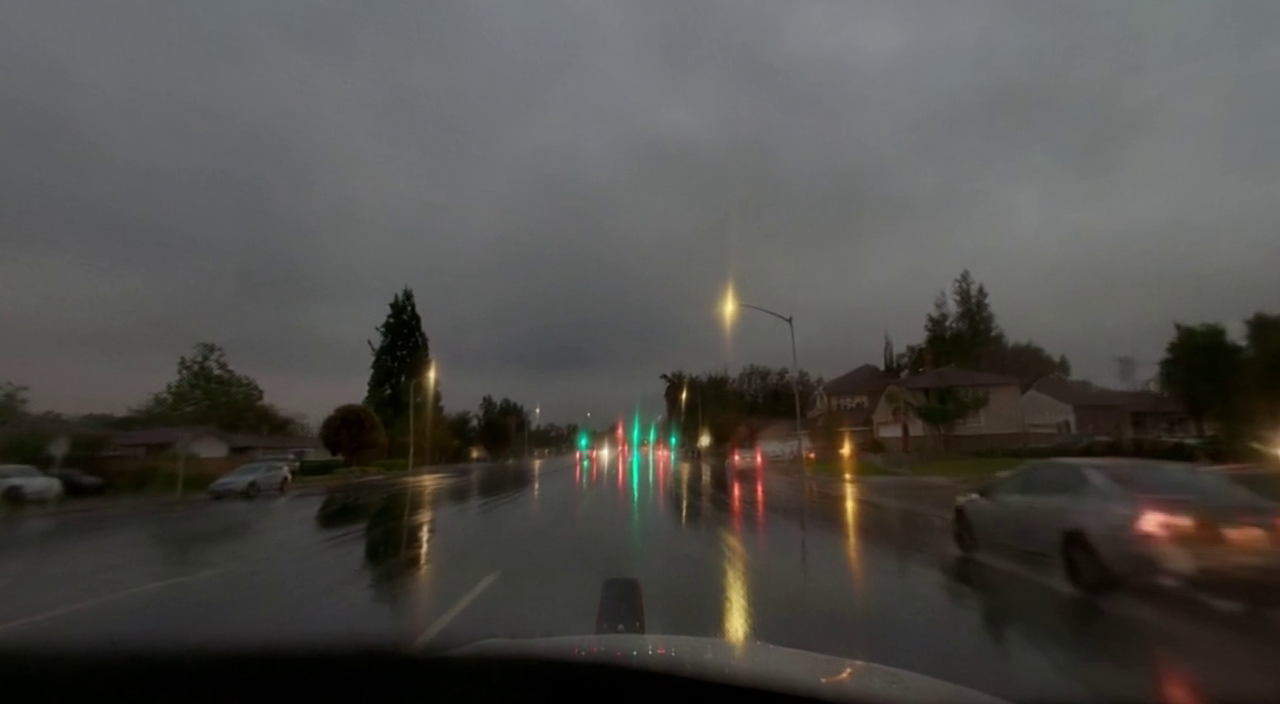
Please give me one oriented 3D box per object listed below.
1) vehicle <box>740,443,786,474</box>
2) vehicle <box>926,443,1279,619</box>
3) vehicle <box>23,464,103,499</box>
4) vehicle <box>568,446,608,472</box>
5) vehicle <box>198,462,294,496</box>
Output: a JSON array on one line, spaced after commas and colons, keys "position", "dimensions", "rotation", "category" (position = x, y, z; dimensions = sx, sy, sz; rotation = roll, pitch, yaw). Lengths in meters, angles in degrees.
[{"position": [7.842, 6.866, 40.605], "dimensions": [2.006, 1.758, 4.311], "rotation": [4, -10, 0], "category": "vehicle"}, {"position": [5.363, 1.828, 7.637], "dimensions": [2.149, 1.421, 4.805], "rotation": [-1, -9, 8], "category": "vehicle"}, {"position": [-28.953, 6.437, 31.655], "dimensions": [4.885, 1.471, 1.951], "rotation": [-7, -11, 37], "category": "vehicle"}, {"position": [-3.344, 7.033, 41.779], "dimensions": [2.263, 1.548, 4.555], "rotation": [0, -8, 0], "category": "vehicle"}, {"position": [-21.185, 6.818, 34.249], "dimensions": [2.003, 1.555, 4.921], "rotation": [-1, -9, 0], "category": "vehicle"}]
